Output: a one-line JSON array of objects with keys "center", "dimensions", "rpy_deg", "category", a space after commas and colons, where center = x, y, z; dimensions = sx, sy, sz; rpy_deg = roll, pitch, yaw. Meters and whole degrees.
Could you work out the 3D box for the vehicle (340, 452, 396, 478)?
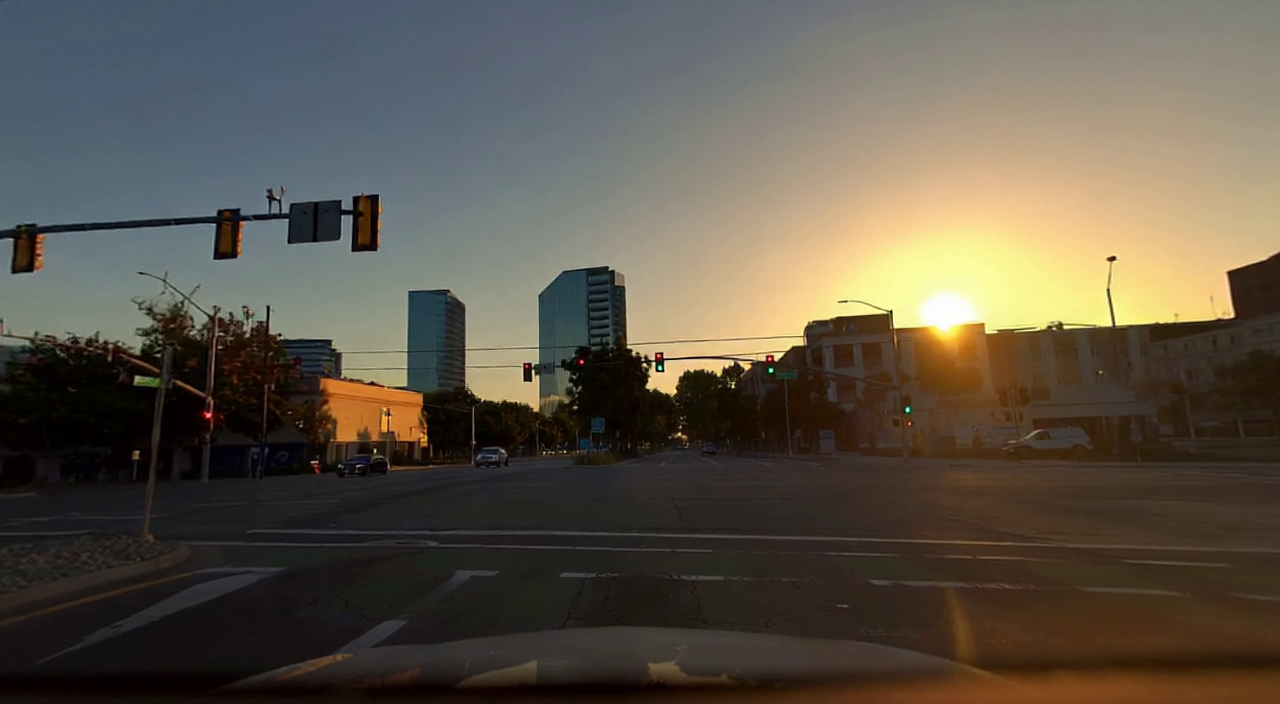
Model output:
[{"center": [-18.861, 7.825, 43.990], "dimensions": [1.933, 1.664, 4.255], "rpy_deg": [0, -9, 1], "category": "vehicle"}]
